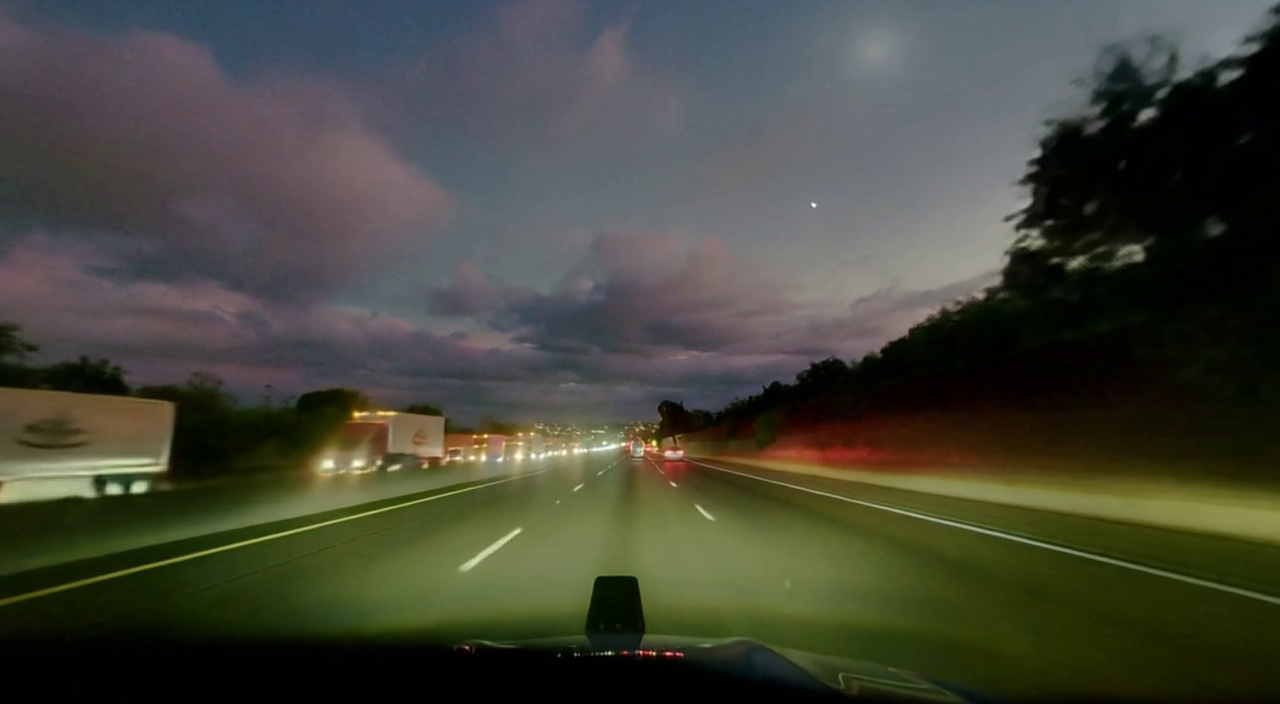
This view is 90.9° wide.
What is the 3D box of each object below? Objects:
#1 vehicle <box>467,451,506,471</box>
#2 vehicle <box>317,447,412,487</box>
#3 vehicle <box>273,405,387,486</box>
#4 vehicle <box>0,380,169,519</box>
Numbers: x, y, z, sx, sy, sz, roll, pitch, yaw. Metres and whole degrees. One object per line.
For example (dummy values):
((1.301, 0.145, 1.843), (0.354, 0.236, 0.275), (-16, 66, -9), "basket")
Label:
((-11.702, 8.342, 48.296), (1.945, 1.439, 4.329), (0, -9, -1), "vehicle")
((-11.389, 4.764, 26.433), (1.964, 1.522, 4.419), (0, -9, 1), "vehicle")
((-16.654, 5.125, 34.406), (2.996, 3.982, 5.952), (0, -9, 0), "vehicle")
((-20.337, 2.807, 18.186), (2.813, 4.068, 14.060), (0, -9, -1), "vehicle")
